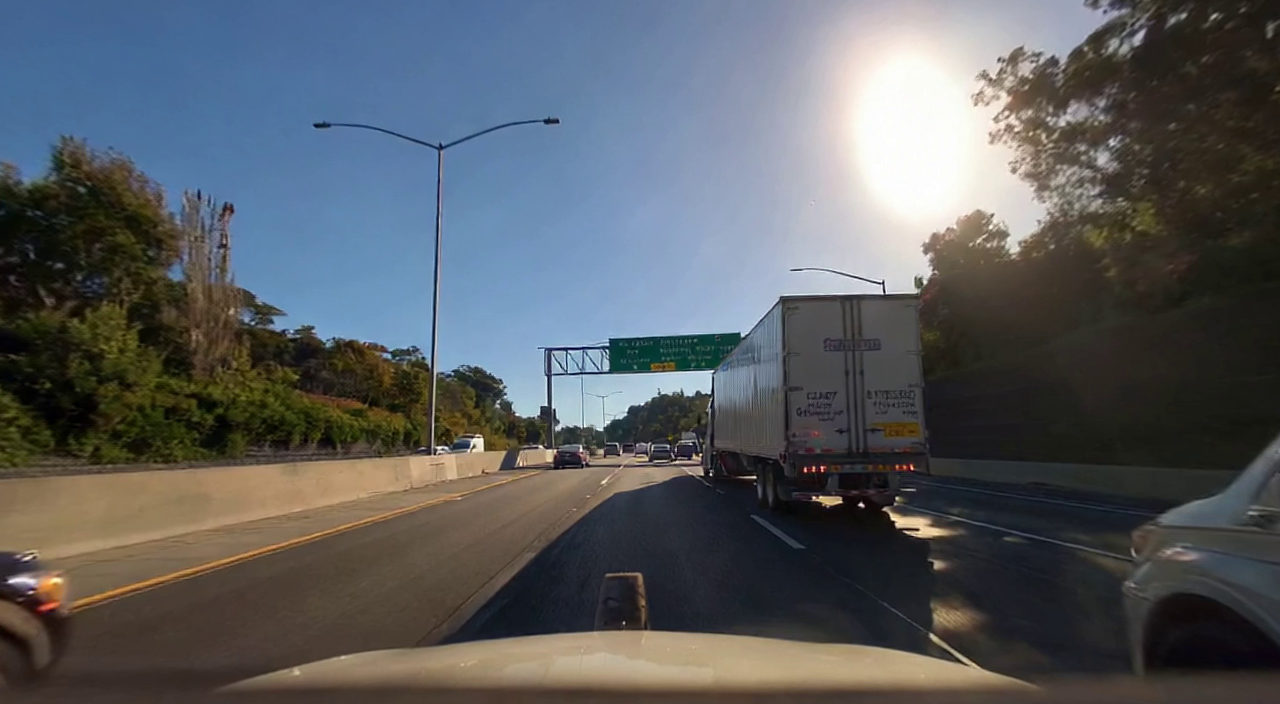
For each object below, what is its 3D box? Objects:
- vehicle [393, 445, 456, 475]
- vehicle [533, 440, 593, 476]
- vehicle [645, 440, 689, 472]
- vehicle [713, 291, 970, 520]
[{"bbox_3d":[-11.800,5.911,34.864,1.840,1.477,4.446,-1,-8,0],"label":"vehicle"},{"bbox_3d":[-3.453,4.829,29.038,2.099,1.494,4.504,-1,-8,1],"label":"vehicle"},{"bbox_3d":[1.382,5.174,31.777,2.040,1.461,4.822,-1,-8,3],"label":"vehicle"},{"bbox_3d":[4.036,1.673,16.348,2.985,3.895,11.239,-1,-8,1],"label":"vehicle"}]
